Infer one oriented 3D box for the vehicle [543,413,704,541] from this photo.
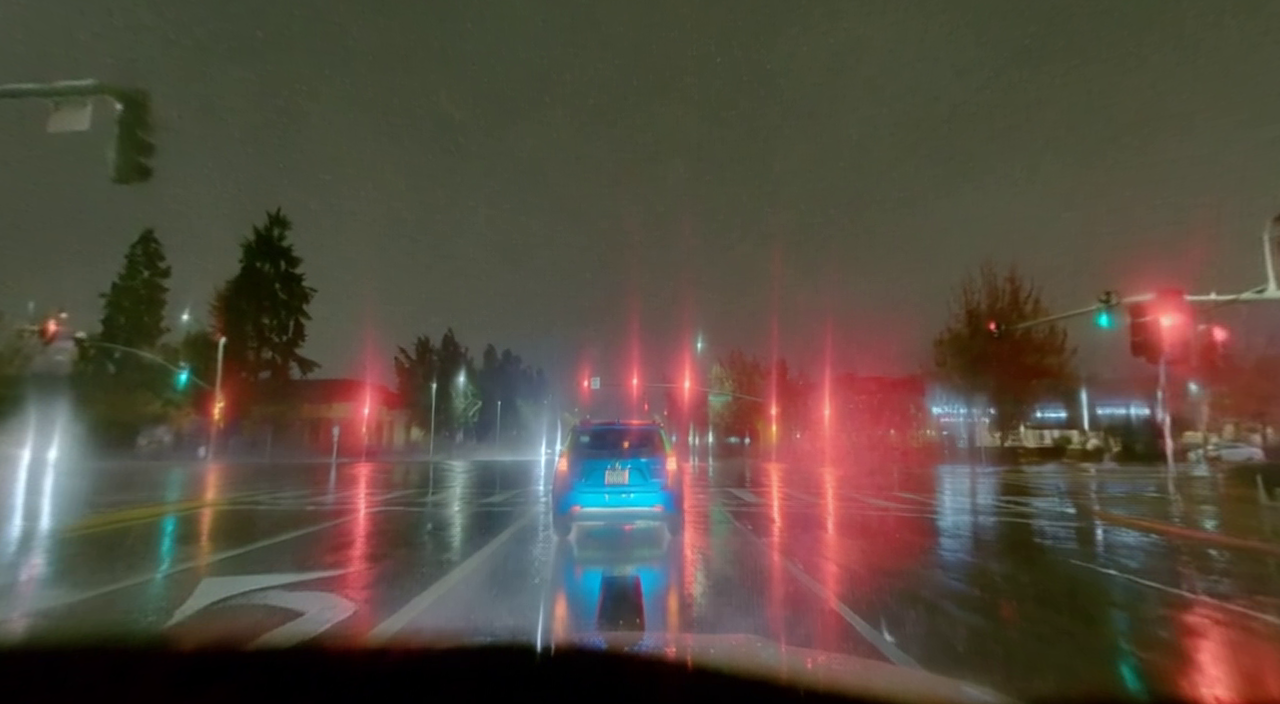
[{"bbox_3d":[-0.253,1.898,10.146,2.066,1.618,3.922,0,-8,-1],"label":"vehicle"}]
